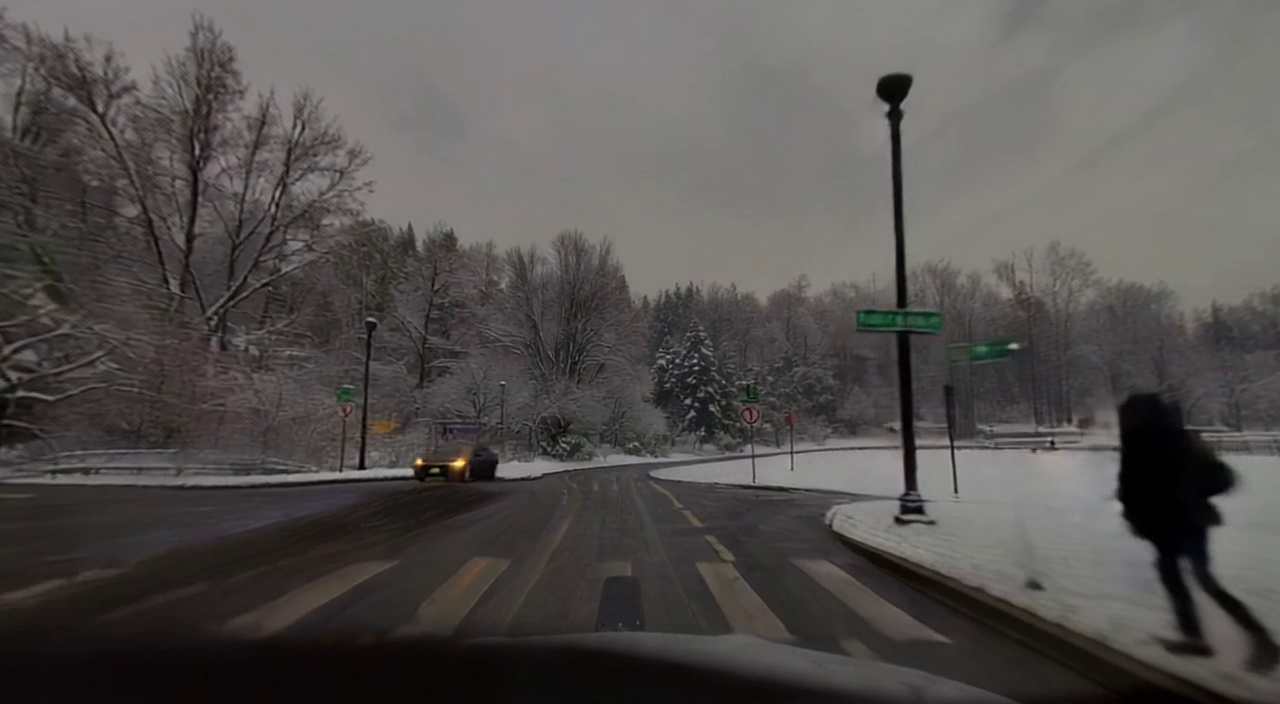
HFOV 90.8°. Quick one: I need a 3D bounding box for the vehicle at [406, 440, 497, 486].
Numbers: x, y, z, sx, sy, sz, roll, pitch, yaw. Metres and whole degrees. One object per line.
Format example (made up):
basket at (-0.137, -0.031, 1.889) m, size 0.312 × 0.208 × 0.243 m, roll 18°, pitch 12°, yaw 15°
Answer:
vehicle at (-7.677, 4.556, 26.290) m, size 2.036 × 1.686 × 4.780 m, roll -1°, pitch -8°, yaw 3°
